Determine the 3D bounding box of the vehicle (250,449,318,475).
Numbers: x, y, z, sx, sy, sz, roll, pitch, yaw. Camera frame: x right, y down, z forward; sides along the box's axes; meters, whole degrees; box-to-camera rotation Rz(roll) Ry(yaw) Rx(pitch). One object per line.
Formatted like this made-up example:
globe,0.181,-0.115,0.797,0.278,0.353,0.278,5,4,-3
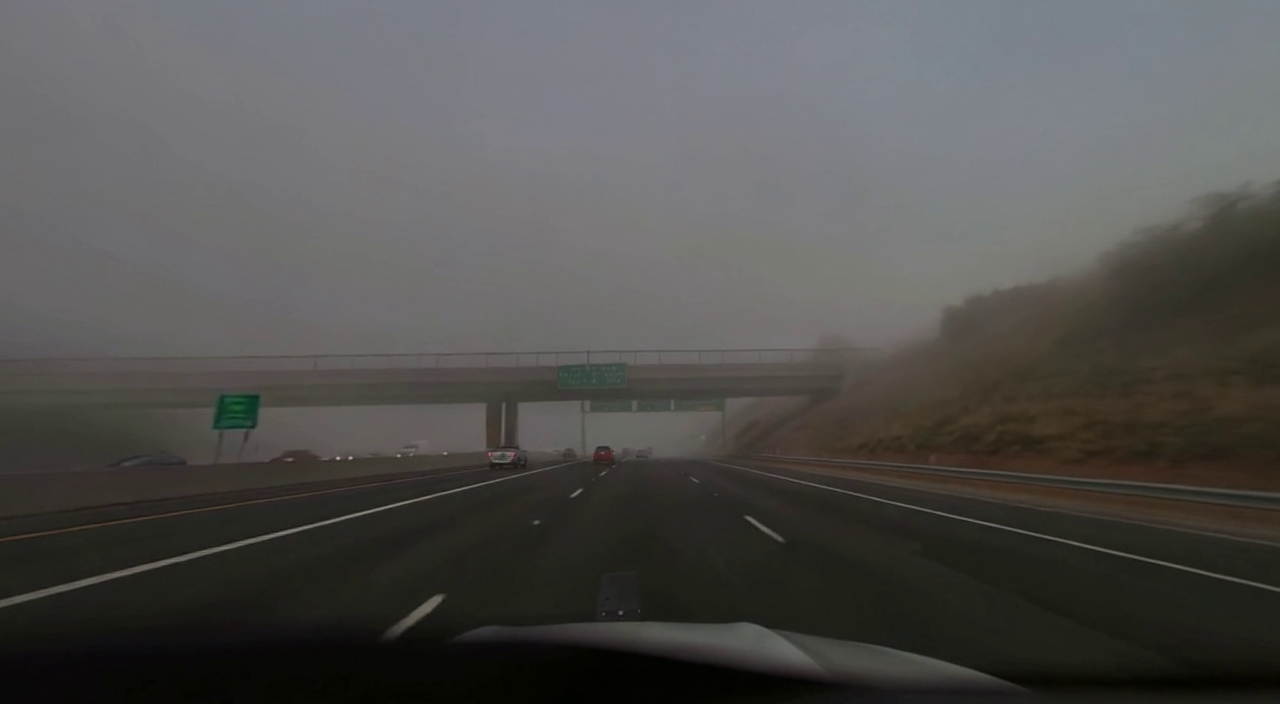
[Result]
vehicle,-26.485,8.170,47.029,2.081,1.748,5.102,0,-9,0

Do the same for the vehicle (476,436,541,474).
vehicle,-7.272,5.749,35.422,2.341,1.959,5.684,0,-9,1

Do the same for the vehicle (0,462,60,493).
vehicle,-34.369,6.749,33.868,1.827,1.514,4.681,0,-9,0

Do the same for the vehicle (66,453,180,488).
vehicle,-26.954,6.155,33.091,2.001,1.610,4.667,0,-9,0
